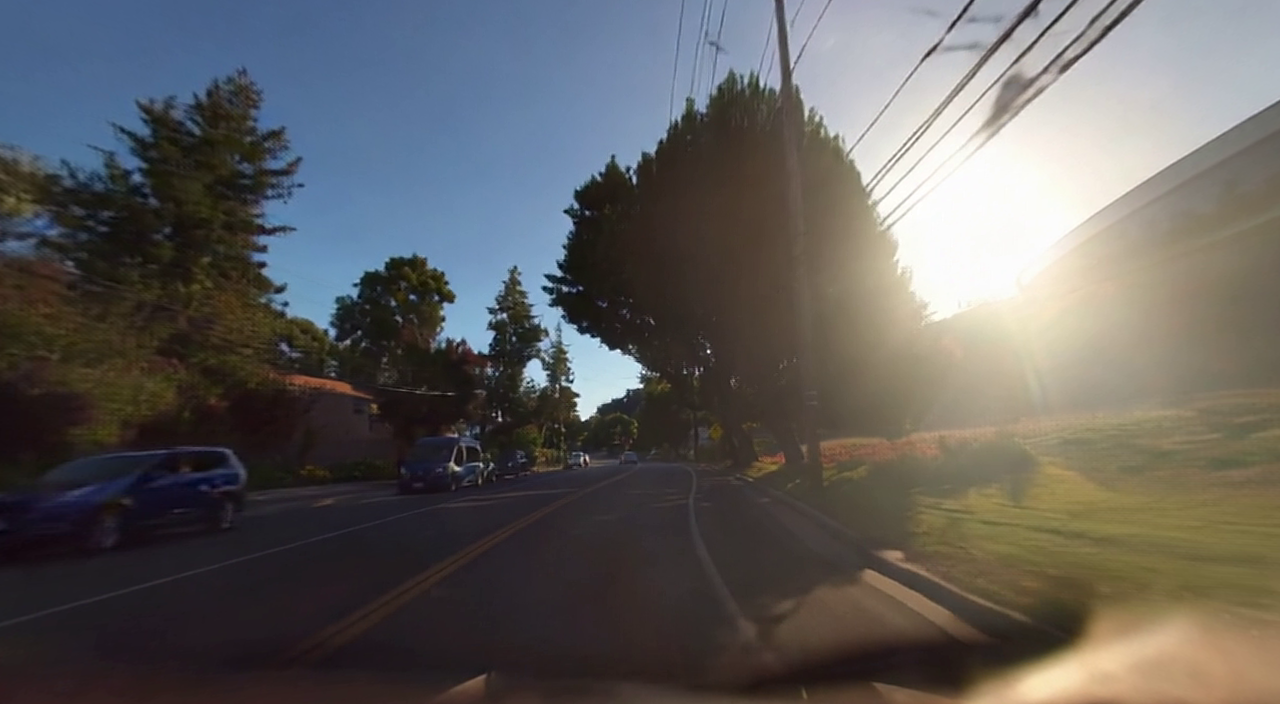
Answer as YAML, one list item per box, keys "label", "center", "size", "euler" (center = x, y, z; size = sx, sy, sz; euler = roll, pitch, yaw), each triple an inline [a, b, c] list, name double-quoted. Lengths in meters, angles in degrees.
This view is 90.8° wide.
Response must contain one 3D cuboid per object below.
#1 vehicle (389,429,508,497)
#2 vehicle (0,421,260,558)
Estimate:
- label: "vehicle"
  center: [-6.745, 3.966, 22.925]
  size: [2.295, 1.989, 5.055]
  euler: [-6, -9, 5]
- label: "vehicle"
  center: [-7.813, 2.063, 9.409]
  size: [1.927, 1.542, 3.886]
  euler: [-5, -11, -1]
